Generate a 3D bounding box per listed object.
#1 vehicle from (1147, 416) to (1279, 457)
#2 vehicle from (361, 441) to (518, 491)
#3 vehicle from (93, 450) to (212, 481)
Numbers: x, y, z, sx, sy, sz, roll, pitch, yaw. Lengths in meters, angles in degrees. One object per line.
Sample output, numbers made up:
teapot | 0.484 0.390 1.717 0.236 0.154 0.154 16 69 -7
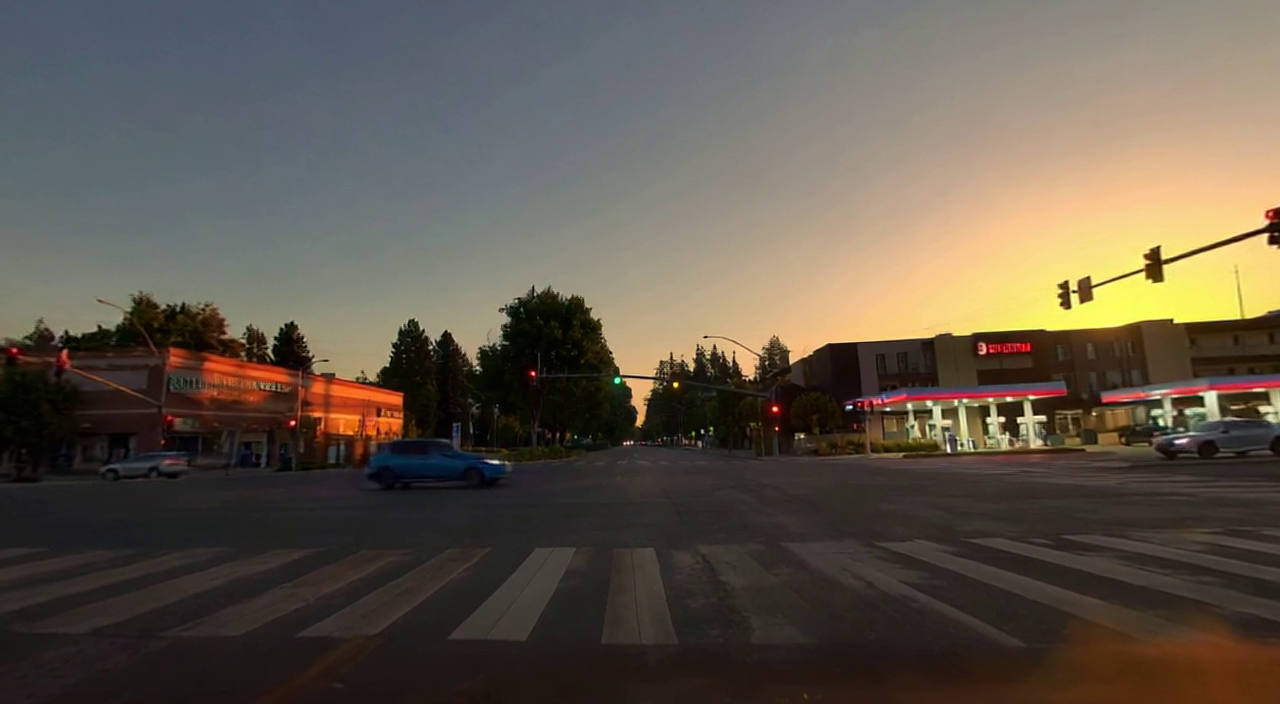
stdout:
vehicle | 22.812 3.258 24.274 4.696 1.483 1.898 -1 -8 3
vehicle | -6.476 3.704 20.644 4.488 1.463 1.888 -2 -8 3
vehicle | -30.999 7.220 40.131 5.789 1.893 2.169 -1 -8 3
